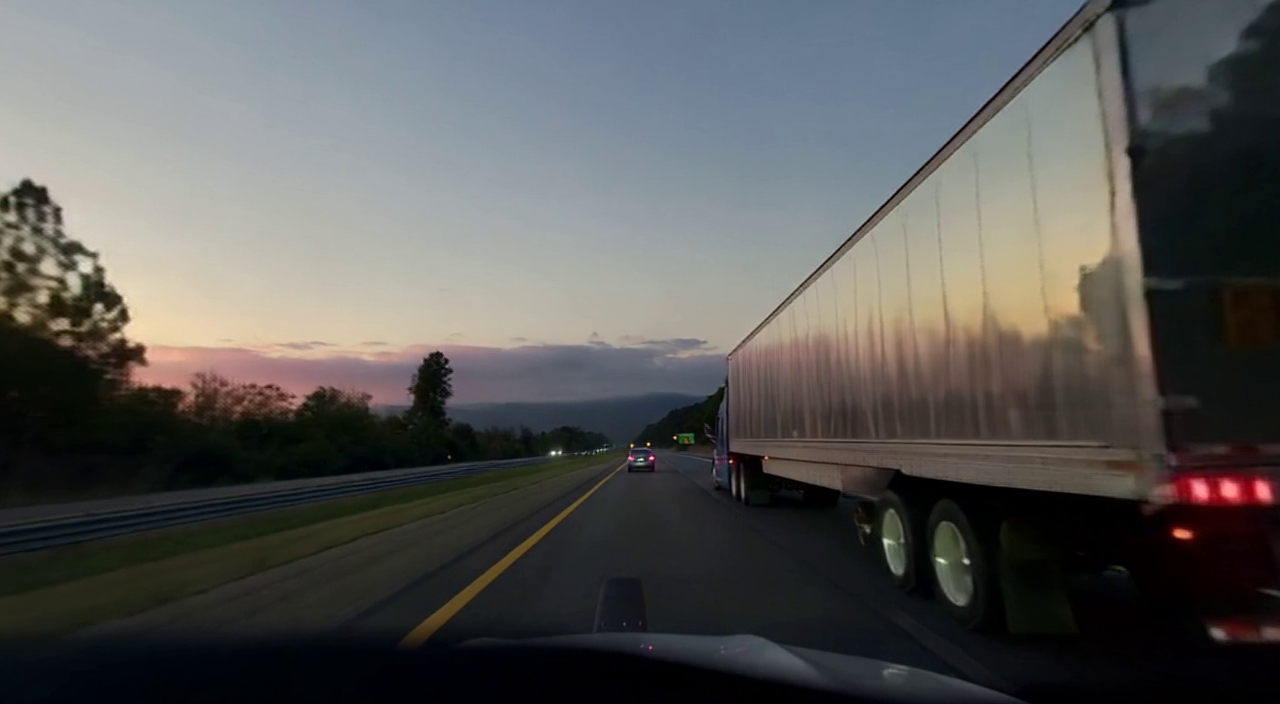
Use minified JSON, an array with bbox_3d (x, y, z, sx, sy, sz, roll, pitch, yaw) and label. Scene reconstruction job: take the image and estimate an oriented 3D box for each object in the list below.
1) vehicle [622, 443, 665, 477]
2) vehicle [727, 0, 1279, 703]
[{"bbox_3d":[0.168,5.232,30.914,1.968,1.515,4.025,-1,-8,1],"label":"vehicle"},{"bbox_3d":[3.849,0.717,9.312,2.929,4.158,15.921,0,-8,0],"label":"vehicle"}]
